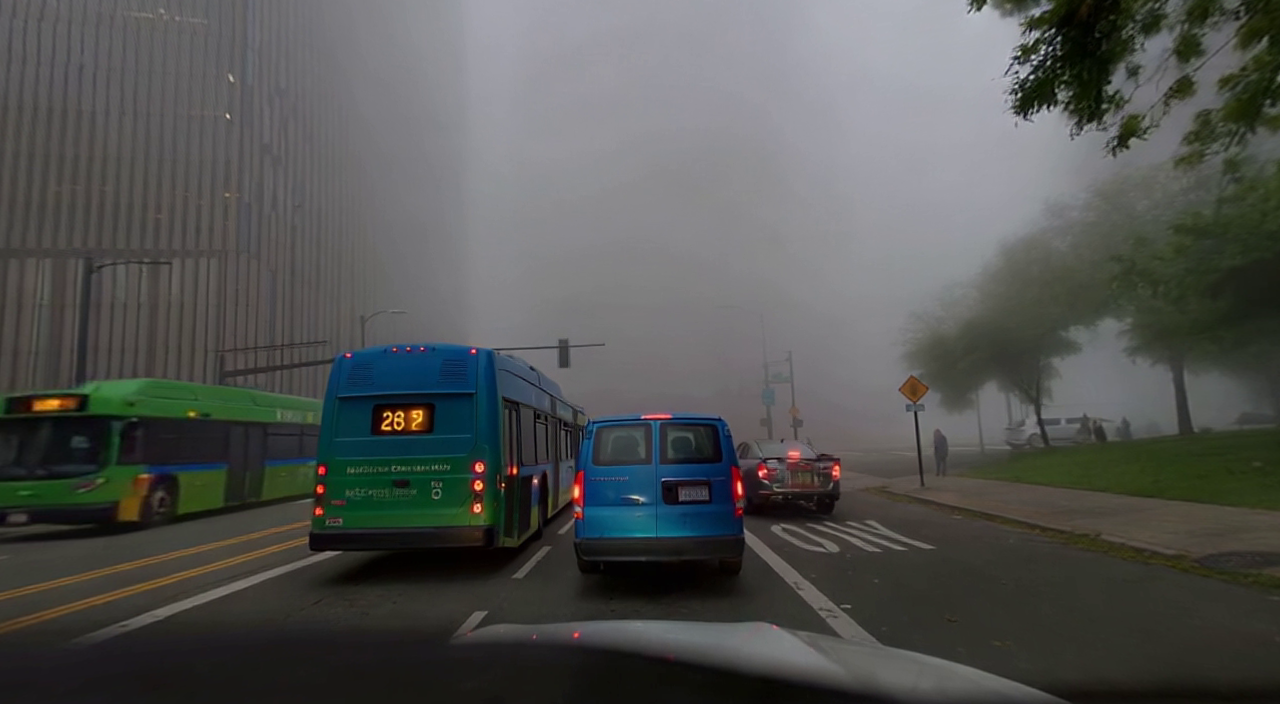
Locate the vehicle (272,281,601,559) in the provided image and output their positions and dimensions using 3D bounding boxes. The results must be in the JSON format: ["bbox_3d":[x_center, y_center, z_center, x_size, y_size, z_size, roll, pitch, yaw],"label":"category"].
[{"bbox_3d":[-2.898,1.813,14.627,3.042,3.445,13.615,0,-9,0],"label":"vehicle"}]

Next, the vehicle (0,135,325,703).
[{"bbox_3d":[-2.740,0.319,0.183,2.329,2.089,5.659,0,-9,0],"label":"vehicle"}]

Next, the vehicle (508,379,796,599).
[{"bbox_3d":[0.136,1.521,7.736,2.500,1.912,4.270,0,-9,1],"label":"vehicle"}]
